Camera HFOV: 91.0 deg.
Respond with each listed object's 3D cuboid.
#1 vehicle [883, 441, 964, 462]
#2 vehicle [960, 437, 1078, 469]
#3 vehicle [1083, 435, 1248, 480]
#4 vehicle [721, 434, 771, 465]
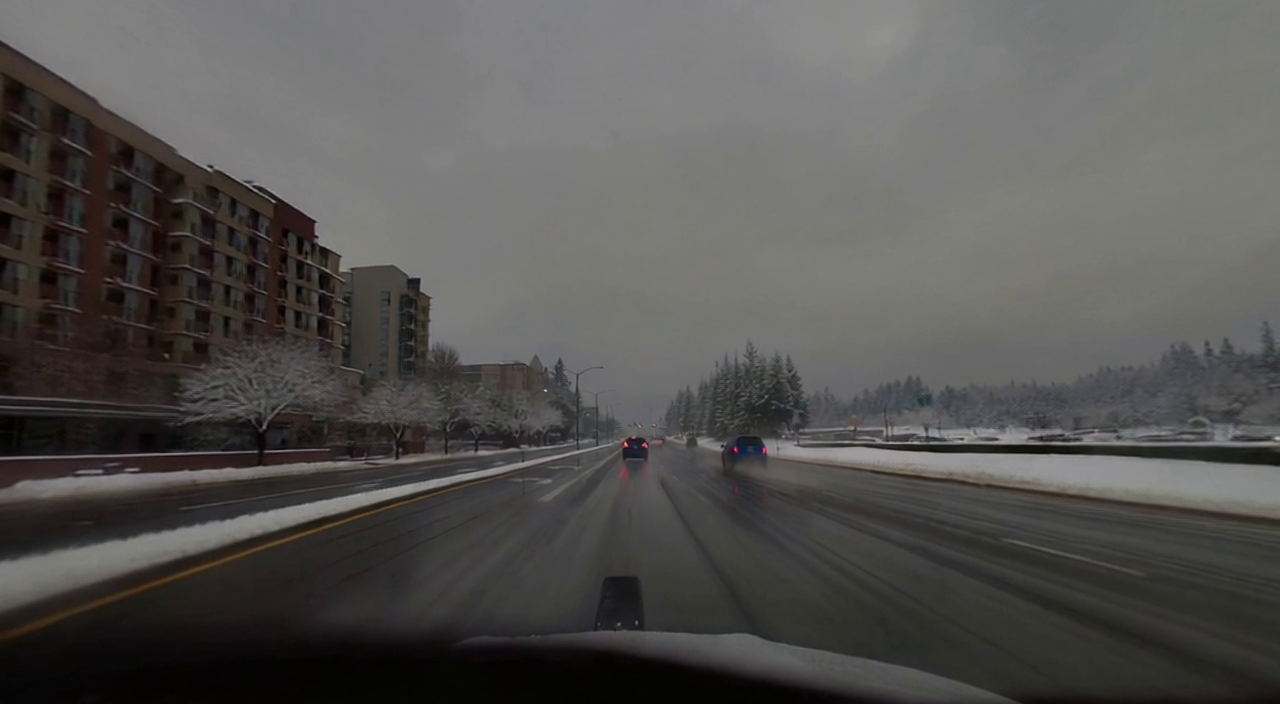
[{"bbox_3d":[19.741,6.948,43.952,4.653,1.438,1.939,0,-9,-2],"label":"vehicle"},{"bbox_3d":[19.129,5.125,31.948,4.644,1.552,1.980,-1,-9,4],"label":"vehicle"},{"bbox_3d":[20.009,4.011,24.130,4.485,1.608,1.955,0,-9,0],"label":"vehicle"},{"bbox_3d":[6.568,6.100,39.517,2.136,1.799,4.796,0,-9,-2],"label":"vehicle"}]
